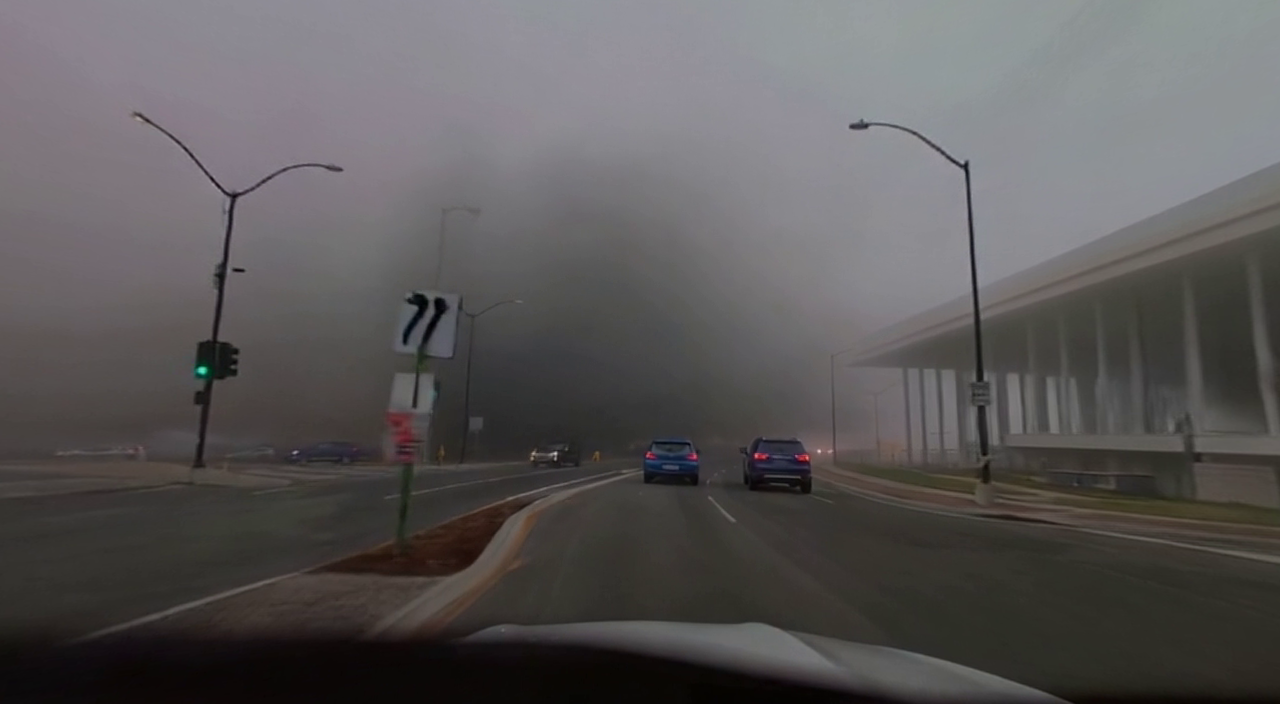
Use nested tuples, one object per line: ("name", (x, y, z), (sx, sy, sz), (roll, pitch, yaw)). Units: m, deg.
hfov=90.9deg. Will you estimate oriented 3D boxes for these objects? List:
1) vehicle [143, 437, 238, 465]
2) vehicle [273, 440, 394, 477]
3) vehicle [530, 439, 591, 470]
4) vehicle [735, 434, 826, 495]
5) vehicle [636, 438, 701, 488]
("vehicle", (-29.896, 6.611, 42.085), (1.951, 1.743, 4.619), (-5, -10, 29))
("vehicle", (-13.292, 4.633, 27.601), (4.351, 1.490, 2.012), (2, -9, -13))
("vehicle", (-4.803, 6.327, 38.989), (2.254, 1.789, 4.736), (-2, -9, 13))
("vehicle", (4.535, 3.708, 21.231), (2.320, 1.772, 4.872), (0, -9, 5))
("vehicle", (1.099, 3.934, 22.669), (2.132, 1.632, 3.889), (-1, -9, 5))
